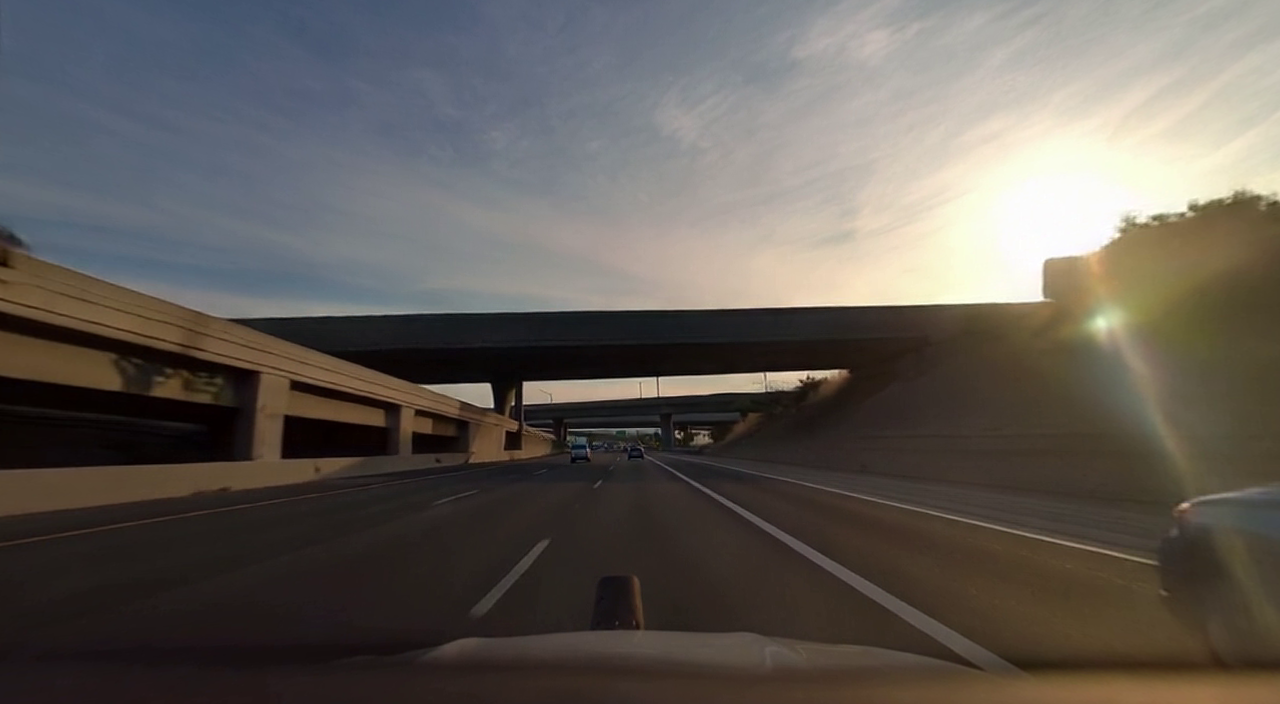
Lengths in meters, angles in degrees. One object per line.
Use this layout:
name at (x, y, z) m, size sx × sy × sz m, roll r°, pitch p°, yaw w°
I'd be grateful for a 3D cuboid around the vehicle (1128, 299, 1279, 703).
vehicle at (3.703, 0.466, 0.801) m, size 2.288 × 1.841 × 4.779 m, roll 0°, pitch -8°, yaw 0°

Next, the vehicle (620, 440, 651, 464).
vehicle at (-0.343, 7.274, 46.136) m, size 2.132 × 1.657 × 3.967 m, roll 0°, pitch -8°, yaw -1°

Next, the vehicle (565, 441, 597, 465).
vehicle at (-4.249, 7.310, 46.076) m, size 2.000 × 1.646 × 4.201 m, roll 0°, pitch -8°, yaw -1°
